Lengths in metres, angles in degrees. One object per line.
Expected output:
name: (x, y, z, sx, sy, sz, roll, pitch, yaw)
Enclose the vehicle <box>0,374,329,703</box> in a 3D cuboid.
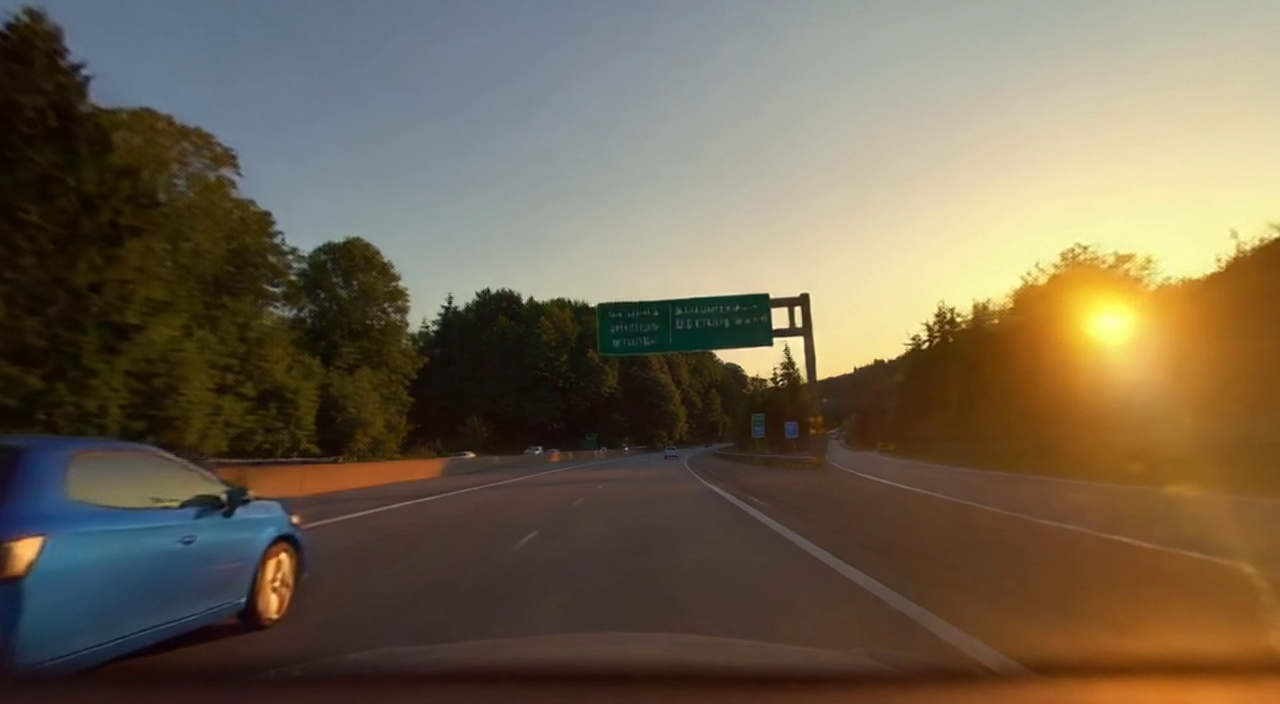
vehicle: (-3.387, 0.890, 2.461, 2.108, 1.557, 4.344, 0, -9, 0)
